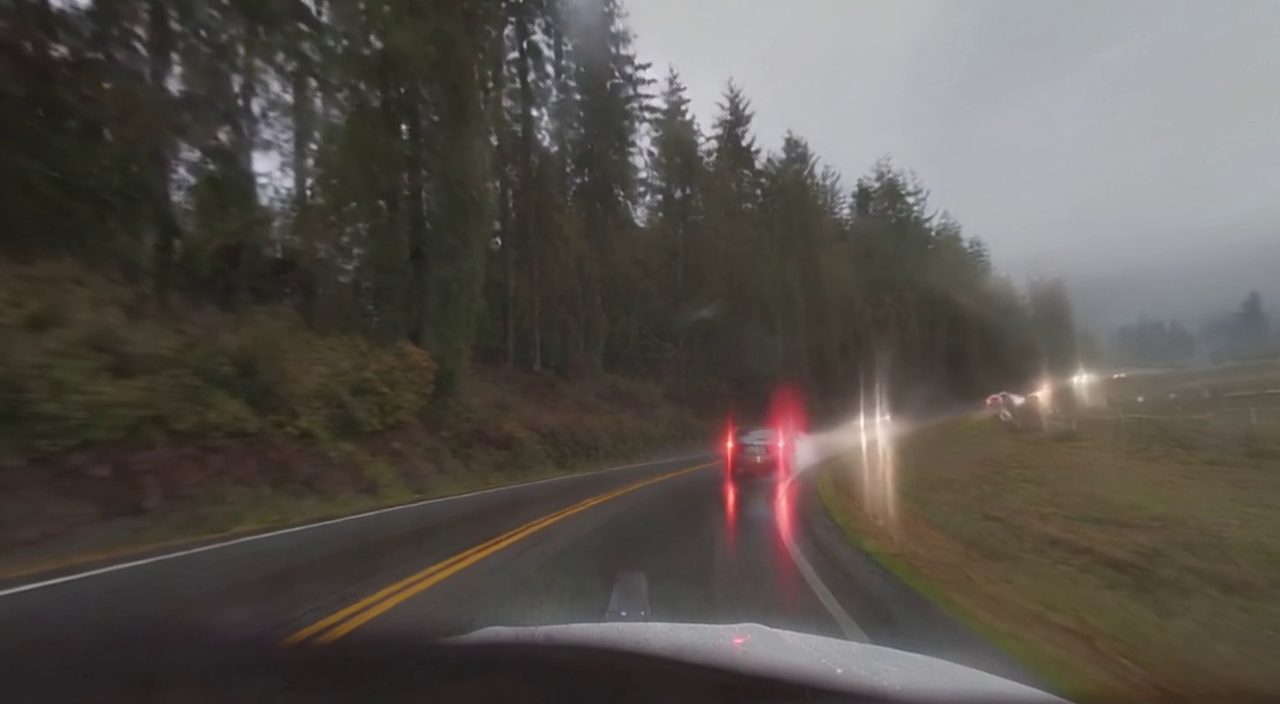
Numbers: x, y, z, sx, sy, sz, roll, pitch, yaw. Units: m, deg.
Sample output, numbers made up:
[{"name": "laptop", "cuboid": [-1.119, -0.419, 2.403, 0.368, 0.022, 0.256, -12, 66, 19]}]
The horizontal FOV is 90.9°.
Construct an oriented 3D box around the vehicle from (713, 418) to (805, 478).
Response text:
[{"name": "vehicle", "cuboid": [3.733, 2.890, 19.184, 2.274, 1.583, 4.349, -3, -9, 16]}]
